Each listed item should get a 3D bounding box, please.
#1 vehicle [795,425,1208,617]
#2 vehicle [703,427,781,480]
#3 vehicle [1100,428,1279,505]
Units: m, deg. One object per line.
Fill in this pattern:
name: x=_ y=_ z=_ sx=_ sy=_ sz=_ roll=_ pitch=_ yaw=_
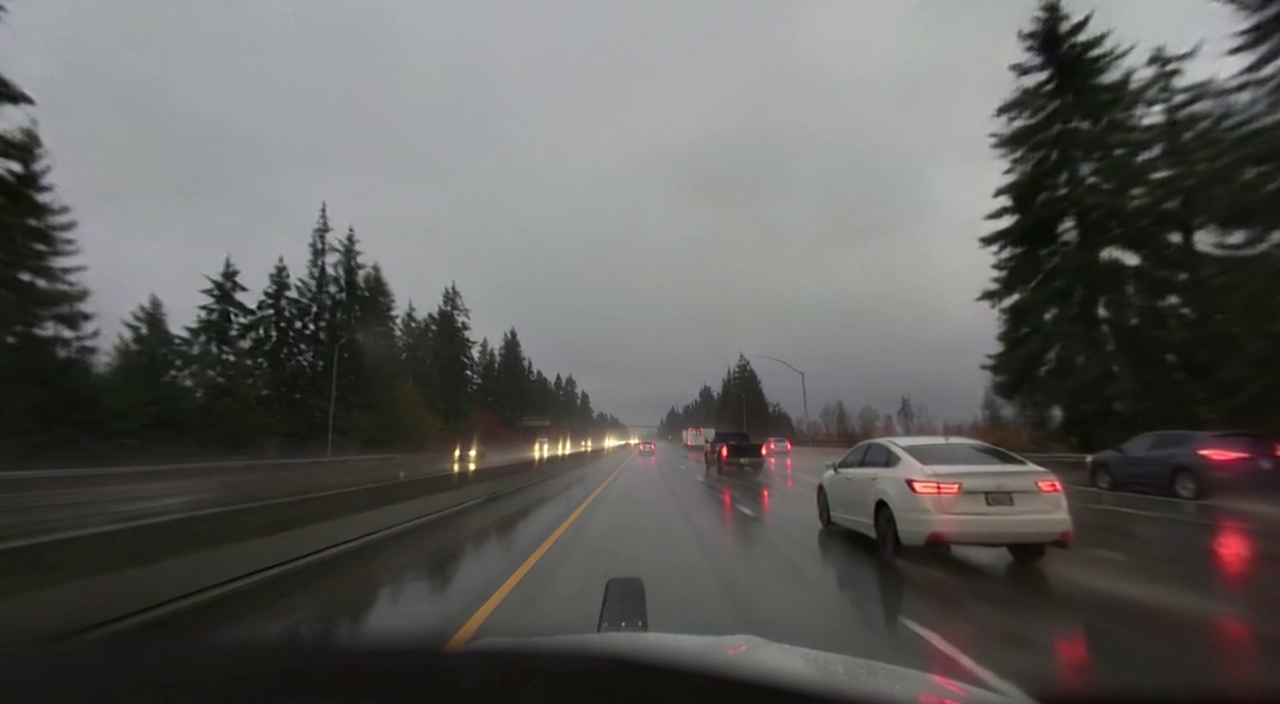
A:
vehicle: x=3.389 y=1.652 z=7.290 sx=1.904 sy=1.453 sz=4.789 roll=0 pitch=-8 yaw=-1
vehicle: x=3.957 y=4.057 z=25.434 sx=2.206 sy=1.902 sz=5.460 roll=0 pitch=-8 yaw=0
vehicle: x=15.075 y=2.930 z=16.621 sx=2.027 sy=1.711 sz=4.963 roll=0 pitch=-8 yaw=0
